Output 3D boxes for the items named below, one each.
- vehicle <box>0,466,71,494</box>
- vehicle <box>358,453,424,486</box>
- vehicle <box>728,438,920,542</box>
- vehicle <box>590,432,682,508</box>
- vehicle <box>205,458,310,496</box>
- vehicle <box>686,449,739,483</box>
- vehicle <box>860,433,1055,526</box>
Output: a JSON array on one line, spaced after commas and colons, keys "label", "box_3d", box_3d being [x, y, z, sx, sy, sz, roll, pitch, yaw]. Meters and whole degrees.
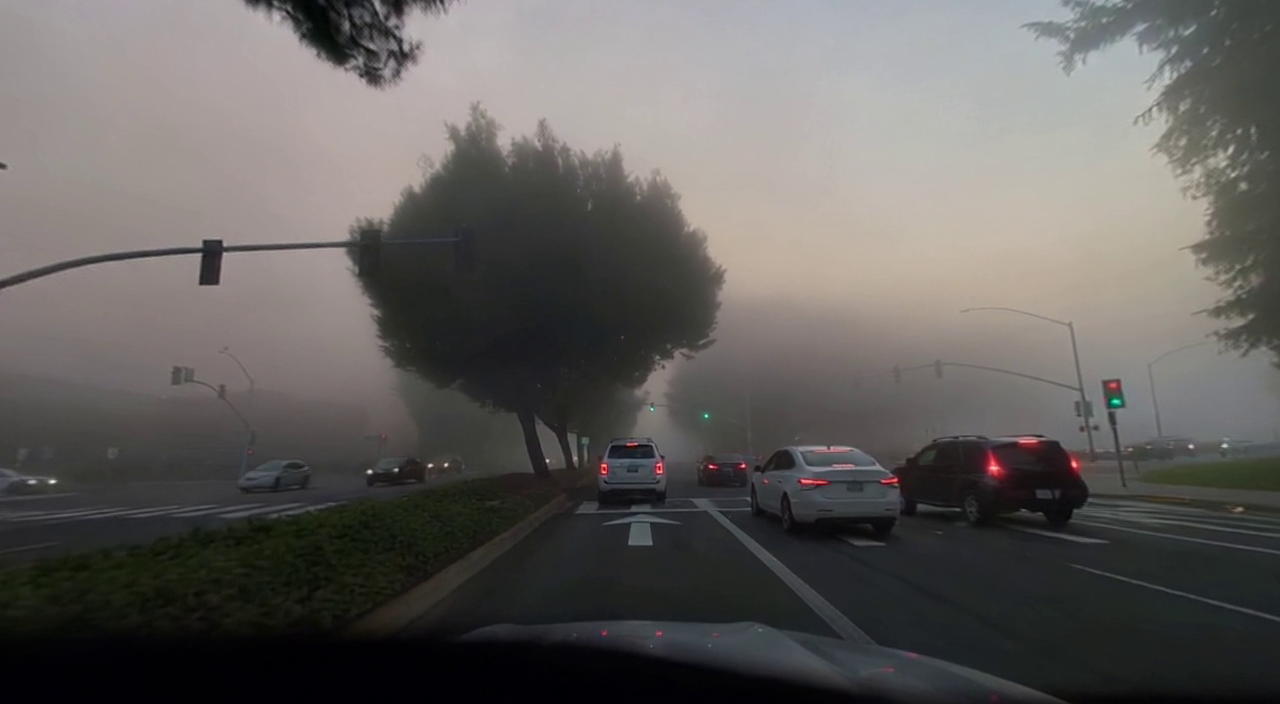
[{"label": "vehicle", "box_3d": [-35.125, 7.105, 35.039, 4.845, 1.442, 1.880, 2, -9, -13]}, {"label": "vehicle", "box_3d": [-14.235, 6.702, 36.434, 1.961, 1.693, 4.557, 0, -9, 0]}, {"label": "vehicle", "box_3d": [3.142, 2.468, 12.054, 2.034, 1.558, 4.774, 0, -9, -2]}, {"label": "vehicle", "box_3d": [-0.122, 3.216, 17.645, 2.236, 1.827, 4.316, 0, -9, 0]}, {"label": "vehicle", "box_3d": [-17.559, 5.753, 29.335, 1.911, 1.483, 4.849, -1, -9, 0]}, {"label": "vehicle", "box_3d": [3.488, 5.604, 31.266, 2.004, 1.523, 4.263, 0, -9, -1]}, {"label": "vehicle", "box_3d": [6.721, 2.717, 14.058, 1.987, 1.730, 4.373, 0, -9, -1]}]
